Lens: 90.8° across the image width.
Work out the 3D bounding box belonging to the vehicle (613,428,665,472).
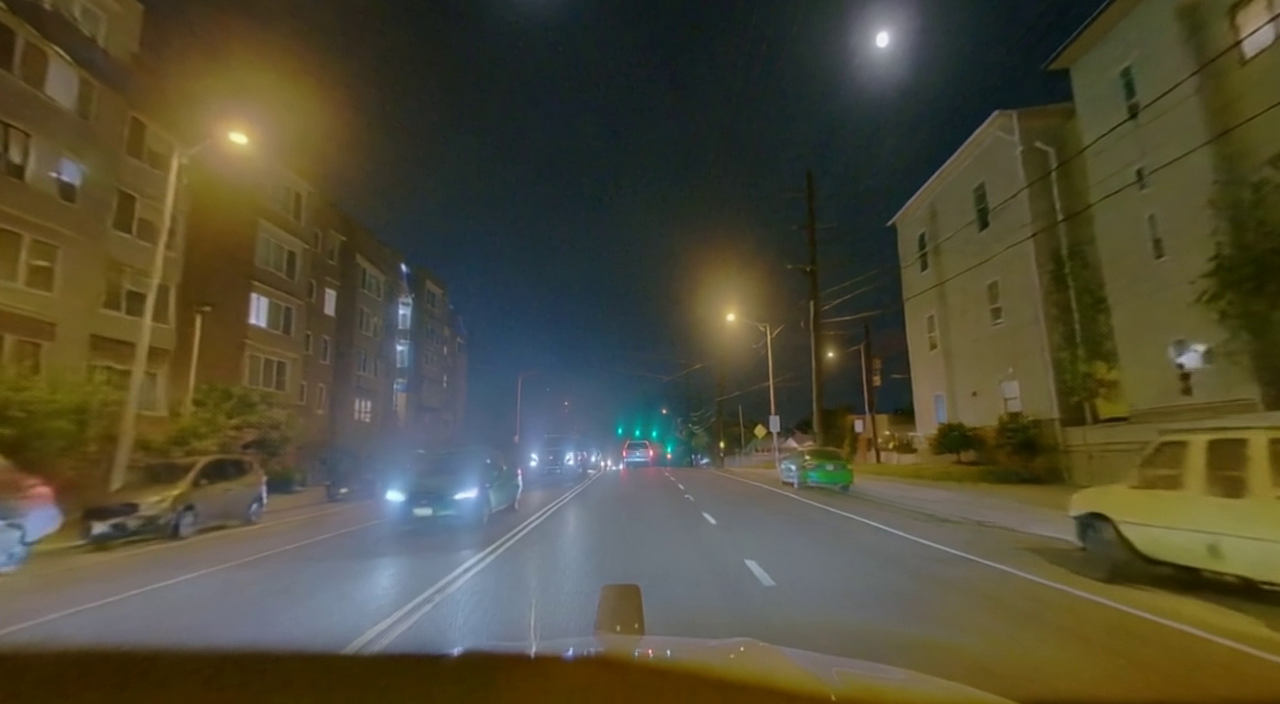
[{"bbox_3d":[-0.004,4.733,30.296,2.308,1.940,4.125,-1,-10,1],"label":"vehicle"}]

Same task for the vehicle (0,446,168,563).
[{"bbox_3d":[-9.445,2.247,9.236,1.790,1.527,4.123,-1,-14,1],"label":"vehicle"}]

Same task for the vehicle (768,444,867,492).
[{"bbox_3d":[6.038,3.980,22.167,1.943,1.490,4.783,0,-8,-2],"label":"vehicle"}]

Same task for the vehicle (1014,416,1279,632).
[{"bbox_3d":[6.271,1.440,5.514,2.350,1.706,5.901,0,-8,-1],"label":"vehicle"}]

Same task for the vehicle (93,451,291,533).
[{"bbox_3d":[-9.664,2.994,14.050,1.760,1.497,3.608,0,-8,-1],"label":"vehicle"}]

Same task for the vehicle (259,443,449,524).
[{"bbox_3d":[-6.024,2.777,14.096,2.023,1.492,4.666,0,-8,1],"label":"vehicle"}]

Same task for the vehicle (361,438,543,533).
[{"bbox_3d":[-3.311,2.436,12.265,2.057,1.476,4.593,0,-8,1],"label":"vehicle"}]

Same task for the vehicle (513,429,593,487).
[{"bbox_3d":[-3.020,3.802,23.061,2.178,1.861,4.920,0,-8,0],"label":"vehicle"}]
